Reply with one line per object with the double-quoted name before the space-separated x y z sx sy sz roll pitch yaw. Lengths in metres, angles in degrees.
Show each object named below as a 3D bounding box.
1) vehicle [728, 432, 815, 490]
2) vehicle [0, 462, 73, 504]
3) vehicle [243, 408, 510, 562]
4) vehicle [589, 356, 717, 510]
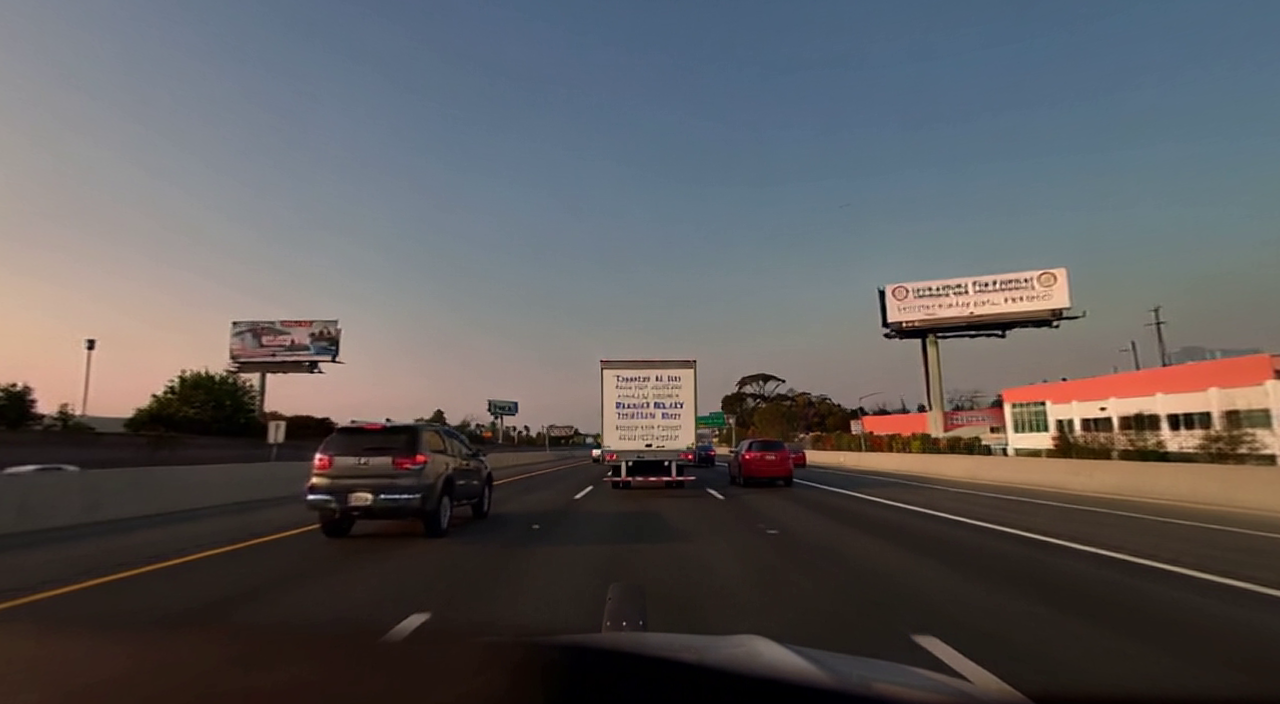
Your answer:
"vehicle" 4.286 3.618 21.256 1.986 1.718 4.296 0 -8 0
"vehicle" -27.033 5.559 26.810 1.816 1.581 4.070 -1 -8 6
"vehicle" -3.596 1.898 9.732 2.133 1.808 4.349 0 -8 1
"vehicle" 0.360 2.351 17.881 2.733 3.296 8.571 0 -8 1
